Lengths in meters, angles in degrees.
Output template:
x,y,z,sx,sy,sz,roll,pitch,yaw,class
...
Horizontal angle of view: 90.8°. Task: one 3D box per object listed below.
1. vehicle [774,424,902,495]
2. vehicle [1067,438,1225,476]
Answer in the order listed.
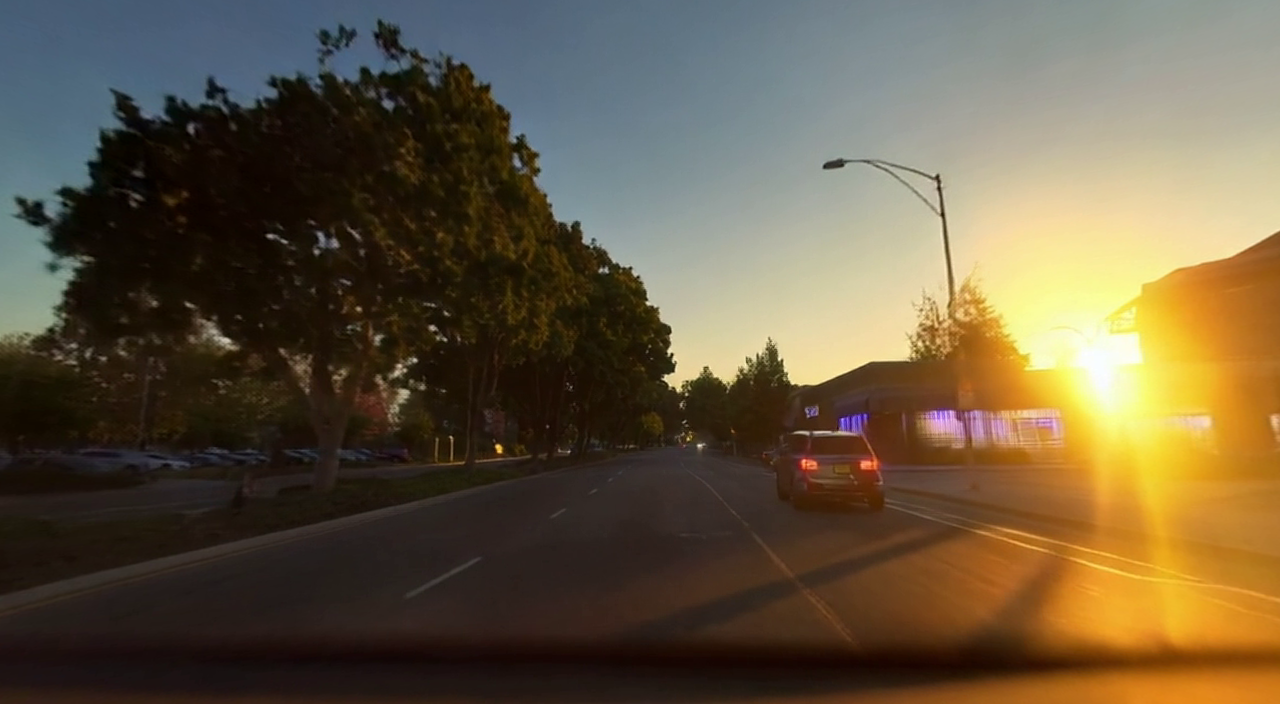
x,y,z,sx,sy,sz,roll,pitch,yaw,class
6.643,3.470,20.788,2.477,1.991,5.157,-6,-10,35,vehicle
20.914,4.357,26.305,4.698,1.465,1.914,-1,-8,6,vehicle
